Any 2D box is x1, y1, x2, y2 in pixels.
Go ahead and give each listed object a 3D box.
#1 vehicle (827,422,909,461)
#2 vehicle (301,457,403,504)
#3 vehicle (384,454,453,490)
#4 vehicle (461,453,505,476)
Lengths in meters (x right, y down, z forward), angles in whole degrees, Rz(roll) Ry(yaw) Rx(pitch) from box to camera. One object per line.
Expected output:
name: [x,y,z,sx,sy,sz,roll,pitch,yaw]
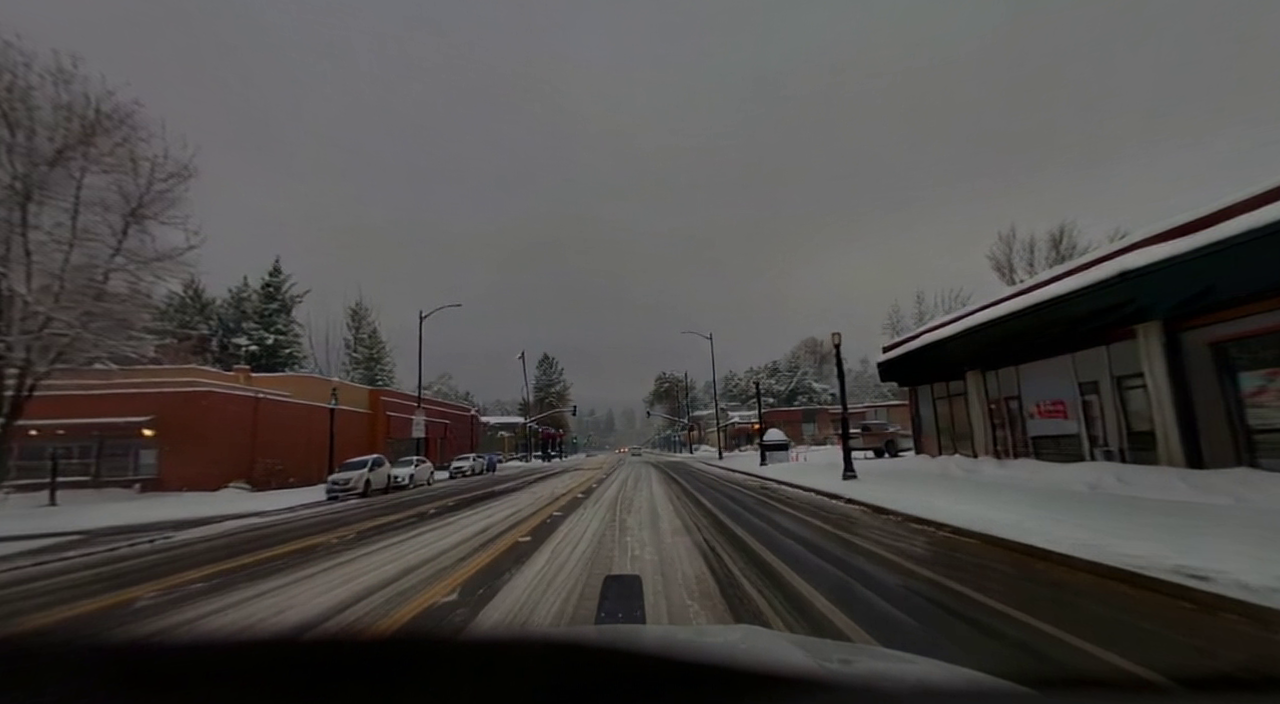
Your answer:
vehicle: [12.581,5.039,35.334,2.532,1.997,5.001,0,-9,-2]
vehicle: [-10.763,4.806,24.022,1.784,1.502,4.344,0,-8,1]
vehicle: [-10.806,5.850,31.133,1.837,1.586,4.155,0,-8,0]
vehicle: [-10.840,7.799,43.951,1.828,1.470,4.523,0,-8,1]
